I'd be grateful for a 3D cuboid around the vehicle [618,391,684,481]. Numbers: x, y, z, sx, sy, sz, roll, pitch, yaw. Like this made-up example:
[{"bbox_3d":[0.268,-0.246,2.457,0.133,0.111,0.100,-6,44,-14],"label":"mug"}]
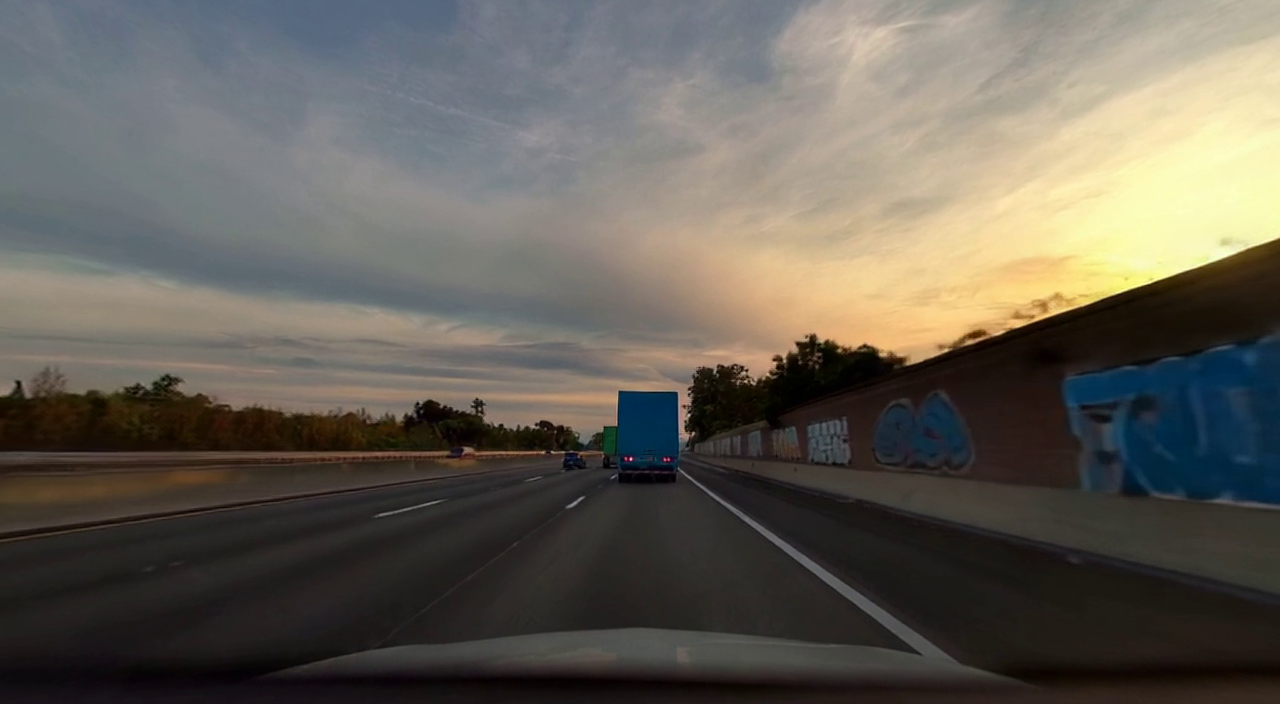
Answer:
[{"bbox_3d":[0.571,4.625,33.994,2.997,4.069,10.871,0,-9,1],"label":"vehicle"}]
